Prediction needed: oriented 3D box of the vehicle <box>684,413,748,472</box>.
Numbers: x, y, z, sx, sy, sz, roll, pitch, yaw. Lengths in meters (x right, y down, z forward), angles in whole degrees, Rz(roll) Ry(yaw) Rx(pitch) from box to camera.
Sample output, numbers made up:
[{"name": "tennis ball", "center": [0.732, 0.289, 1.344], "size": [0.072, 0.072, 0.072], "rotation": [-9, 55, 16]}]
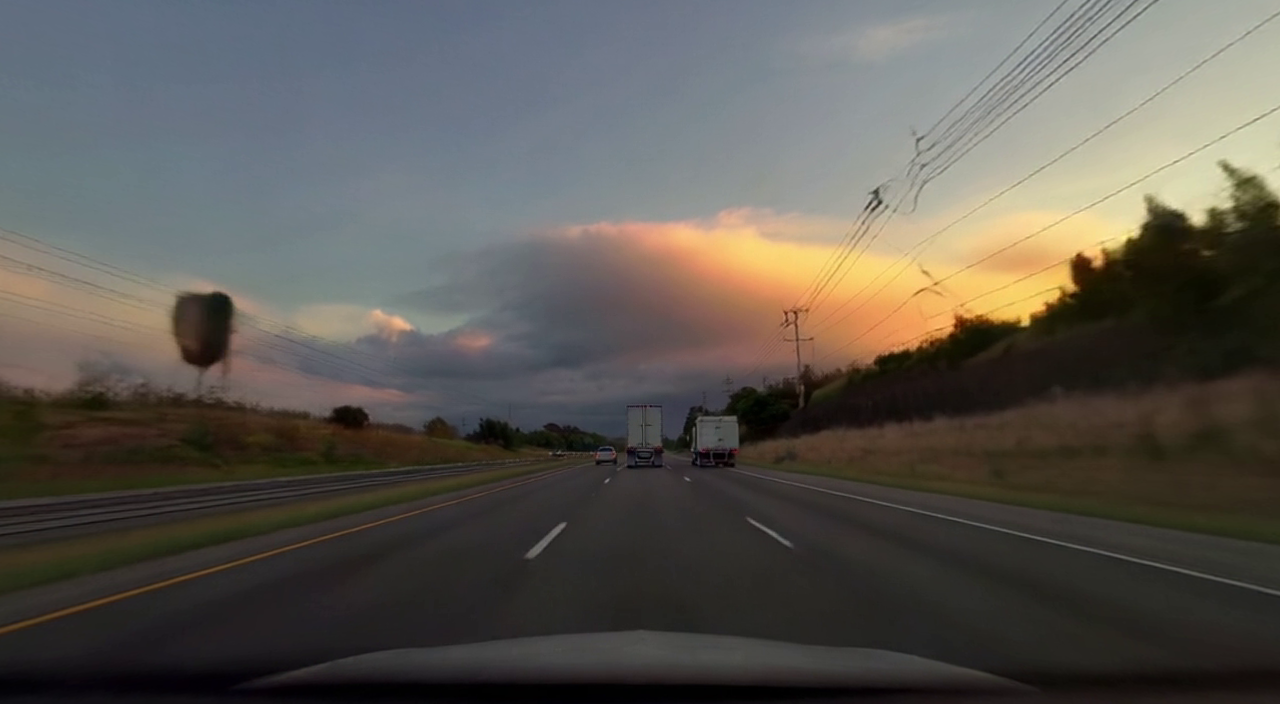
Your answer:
[{"name": "vehicle", "center": [4.688, 5.907, 40.884], "size": [2.938, 3.378, 8.820], "rotation": [0, -9, 0]}]

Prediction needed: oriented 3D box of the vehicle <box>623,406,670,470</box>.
[{"name": "vehicle", "center": [0.500, 6.500, 46.639], "size": [2.997, 4.076, 13.224], "rotation": [0, -9, 1]}]
